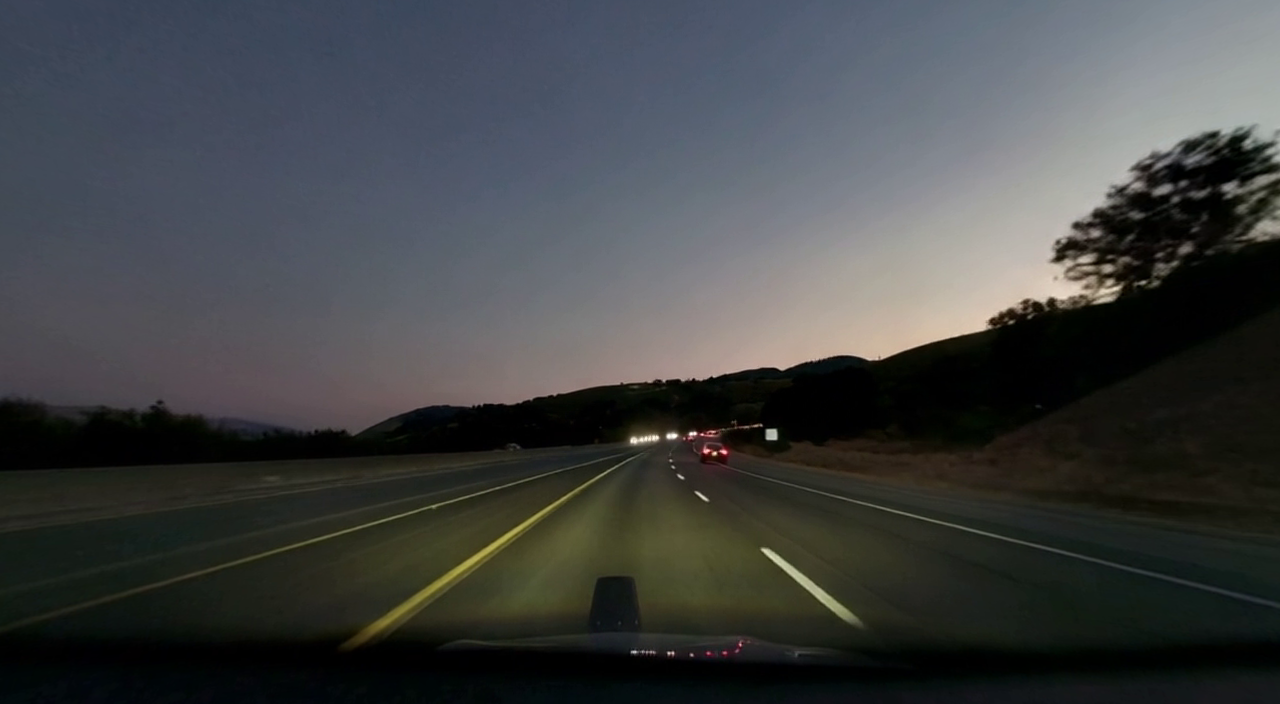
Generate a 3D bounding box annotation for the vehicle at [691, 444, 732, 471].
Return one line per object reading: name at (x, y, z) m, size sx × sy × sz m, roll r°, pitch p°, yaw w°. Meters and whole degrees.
vehicle at (4.159, 6.185, 37.038) m, size 1.943 × 1.490 × 4.246 m, roll 0°, pitch -8°, yaw 1°
